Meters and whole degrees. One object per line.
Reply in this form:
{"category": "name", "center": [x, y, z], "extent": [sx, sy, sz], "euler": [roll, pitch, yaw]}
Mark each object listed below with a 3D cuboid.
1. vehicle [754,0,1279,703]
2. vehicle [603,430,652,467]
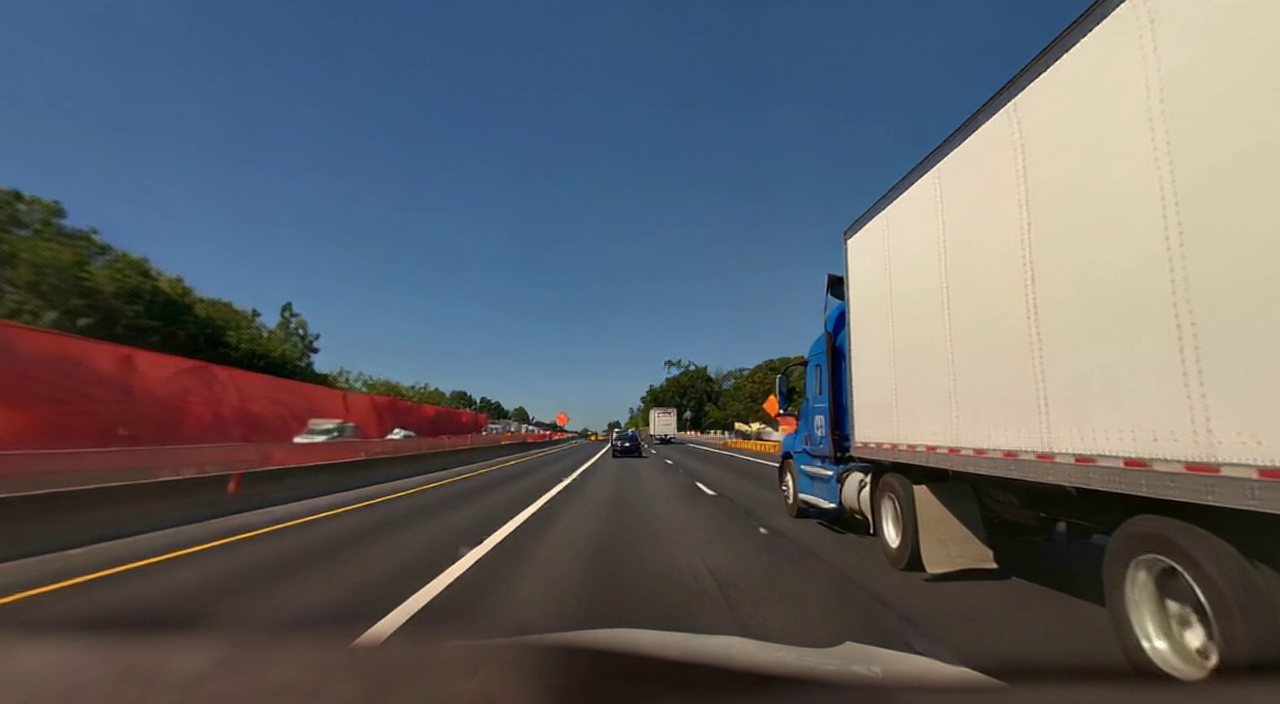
{"category": "vehicle", "center": [3.541, 0.171, 5.091], "extent": [2.919, 3.634, 10.888], "euler": [0, -8, -1]}
{"category": "vehicle", "center": [-0.534, 4.088, 26.975], "extent": [1.929, 1.469, 3.677], "euler": [0, -8, -1]}
